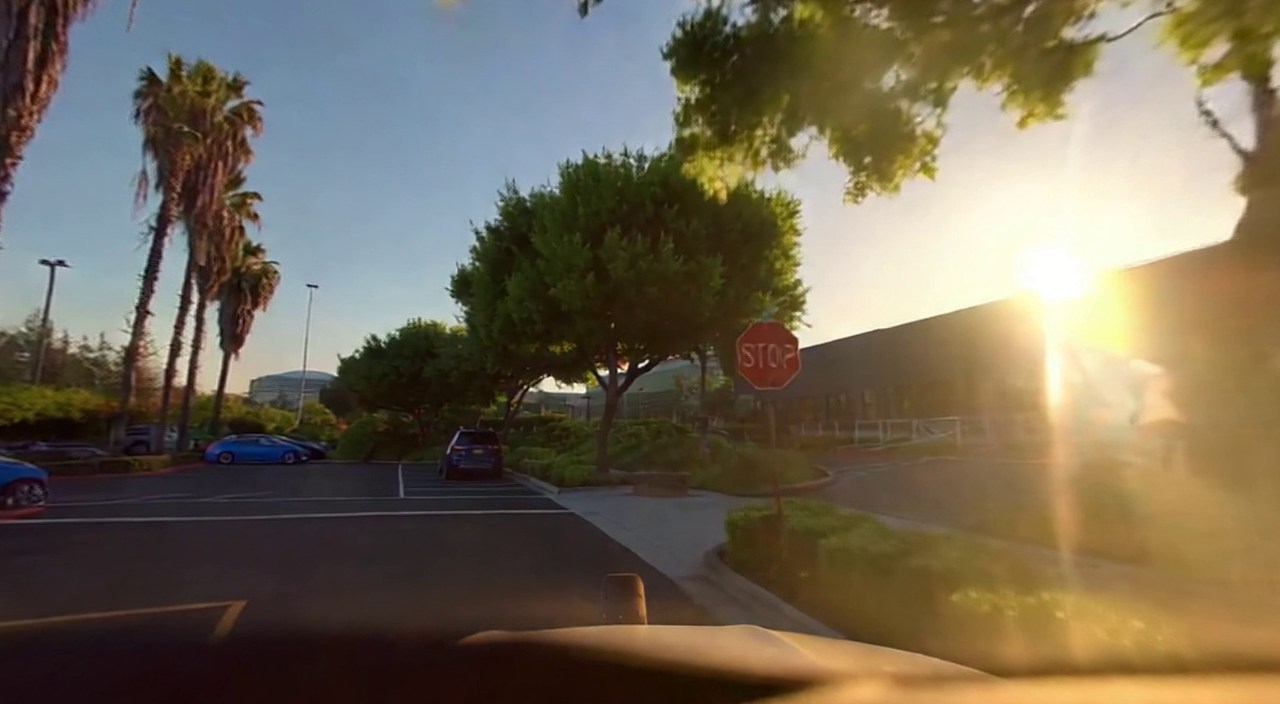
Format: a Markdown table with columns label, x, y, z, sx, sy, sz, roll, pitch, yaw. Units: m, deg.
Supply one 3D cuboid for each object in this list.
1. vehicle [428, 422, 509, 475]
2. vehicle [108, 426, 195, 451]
| label | x | y | z | sx | sy | sz | roll | pitch | yaw |
| --- | --- | --- | --- | --- | --- | --- | --- | --- | --- |
| vehicle | -6.383 | 3.529 | 23.134 | 2.071 | 1.700 | 4.367 | 4 | -10 | -25 |
| vehicle | -32.678 | 5.843 | 42.369 | 4.457 | 1.552 | 1.748 | 7 | -11 | -37 |
